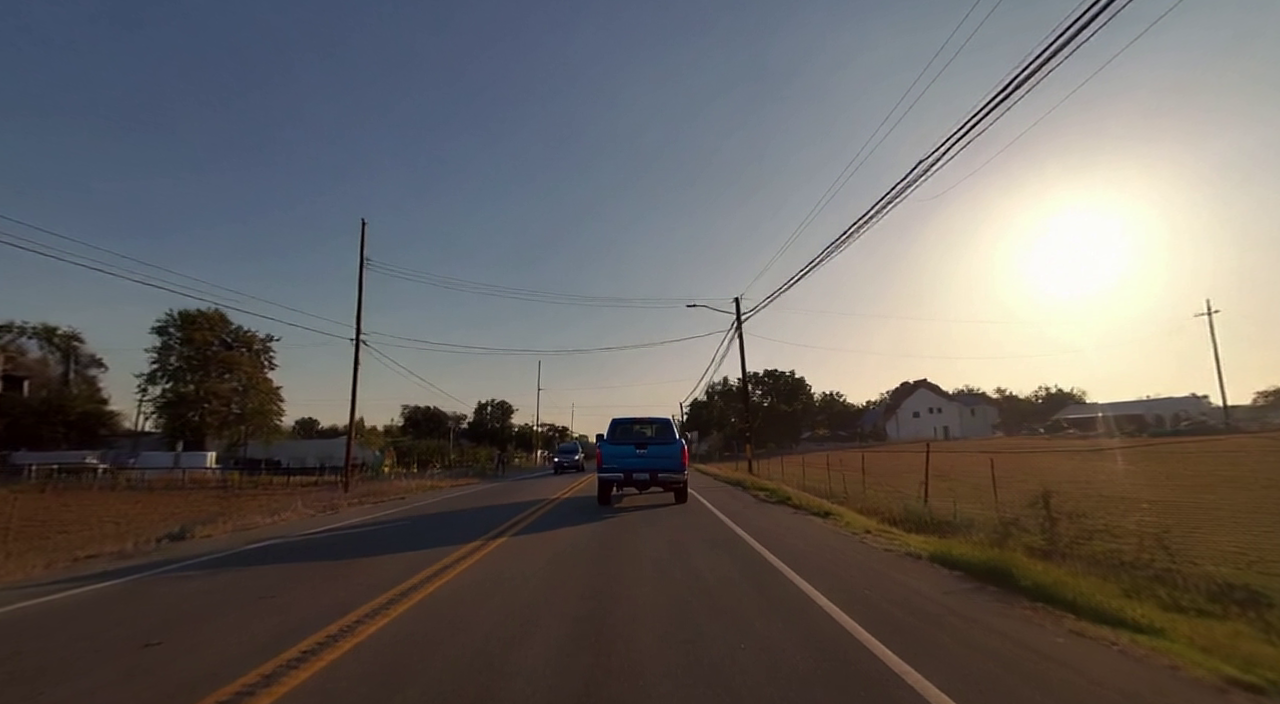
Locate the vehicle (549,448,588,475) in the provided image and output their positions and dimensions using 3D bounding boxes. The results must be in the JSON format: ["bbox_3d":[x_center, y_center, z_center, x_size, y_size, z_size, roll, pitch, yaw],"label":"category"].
[{"bbox_3d":[-4.277,6.614,38.364,1.853,1.473,4.256,0,-8,0],"label":"vehicle"}]

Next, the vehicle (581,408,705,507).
[{"bbox_3d":[-0.016,3.020,18.559,2.912,2.320,7.292,0,-8,-1],"label":"vehicle"}]
